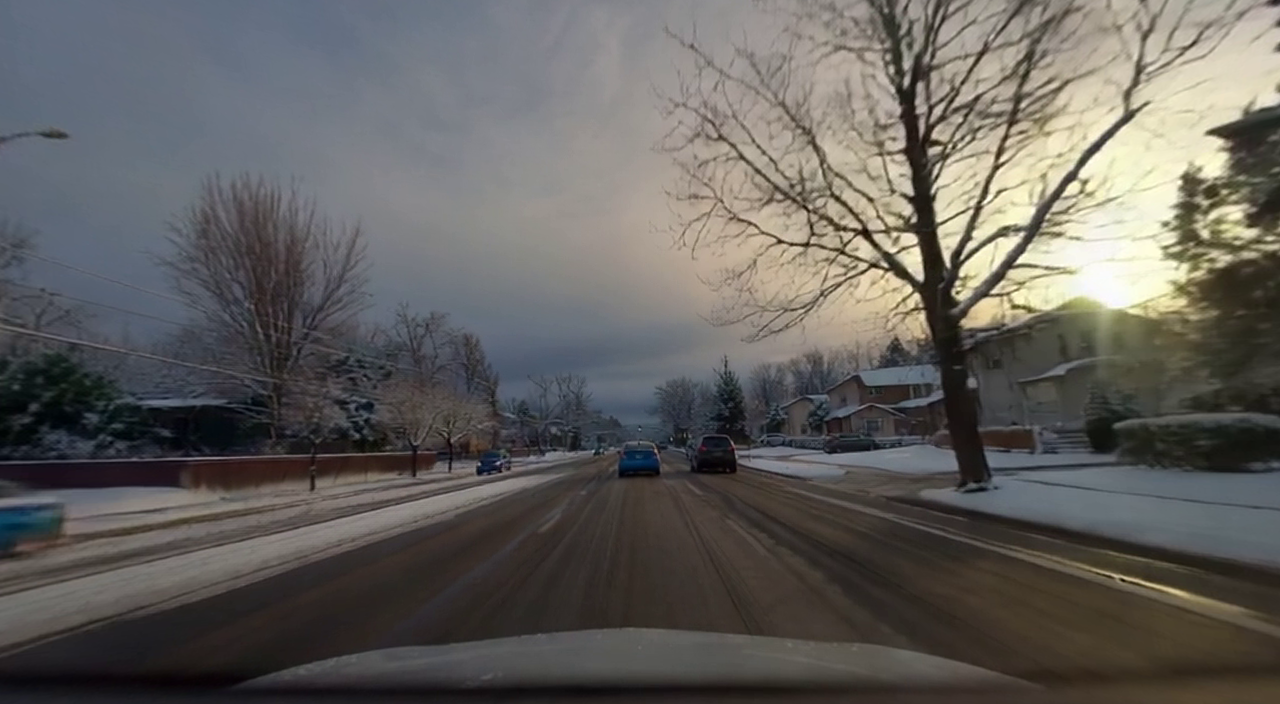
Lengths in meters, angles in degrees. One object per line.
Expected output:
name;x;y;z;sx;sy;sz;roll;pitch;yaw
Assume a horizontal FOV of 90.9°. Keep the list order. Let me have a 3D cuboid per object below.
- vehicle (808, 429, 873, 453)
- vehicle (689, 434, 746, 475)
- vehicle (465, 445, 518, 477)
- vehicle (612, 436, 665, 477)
vehicle;15.439;6.900;48.683;4.378;1.754;2.007;1;-9;1
vehicle;3.490;4.697;29.140;2.024;1.711;4.512;0;-8;-1
vehicle;-9.369;6.911;40.156;2.101;1.703;4.481;-6;-8;1
vehicle;-0.079;4.618;28.086;2.200;1.653;4.127;0;-8;0
